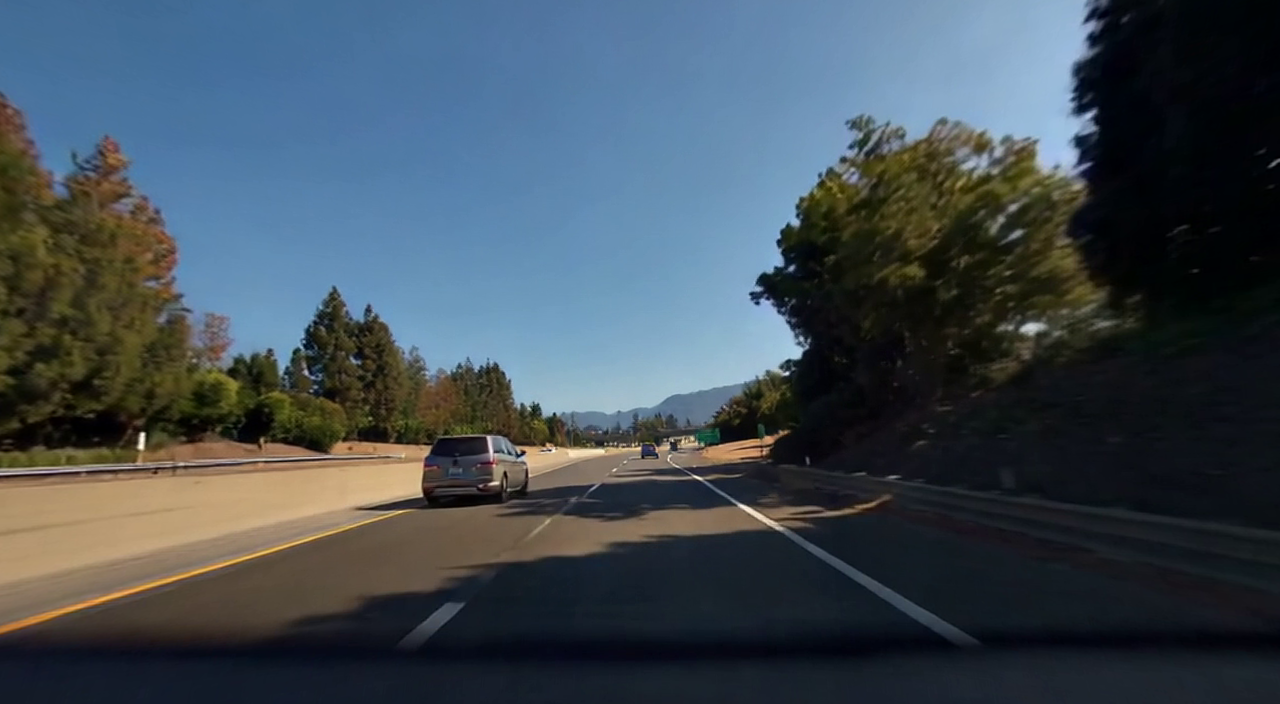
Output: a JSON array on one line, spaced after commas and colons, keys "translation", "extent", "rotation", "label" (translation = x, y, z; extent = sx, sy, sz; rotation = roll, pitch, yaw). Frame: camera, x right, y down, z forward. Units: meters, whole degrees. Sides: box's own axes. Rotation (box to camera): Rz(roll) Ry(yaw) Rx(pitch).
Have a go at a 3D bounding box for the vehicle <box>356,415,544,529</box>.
[{"translation": [-3.538, 2.402, 13.249], "extent": [2.143, 1.851, 5.817], "rotation": [0, -9, 0], "label": "vehicle"}]
